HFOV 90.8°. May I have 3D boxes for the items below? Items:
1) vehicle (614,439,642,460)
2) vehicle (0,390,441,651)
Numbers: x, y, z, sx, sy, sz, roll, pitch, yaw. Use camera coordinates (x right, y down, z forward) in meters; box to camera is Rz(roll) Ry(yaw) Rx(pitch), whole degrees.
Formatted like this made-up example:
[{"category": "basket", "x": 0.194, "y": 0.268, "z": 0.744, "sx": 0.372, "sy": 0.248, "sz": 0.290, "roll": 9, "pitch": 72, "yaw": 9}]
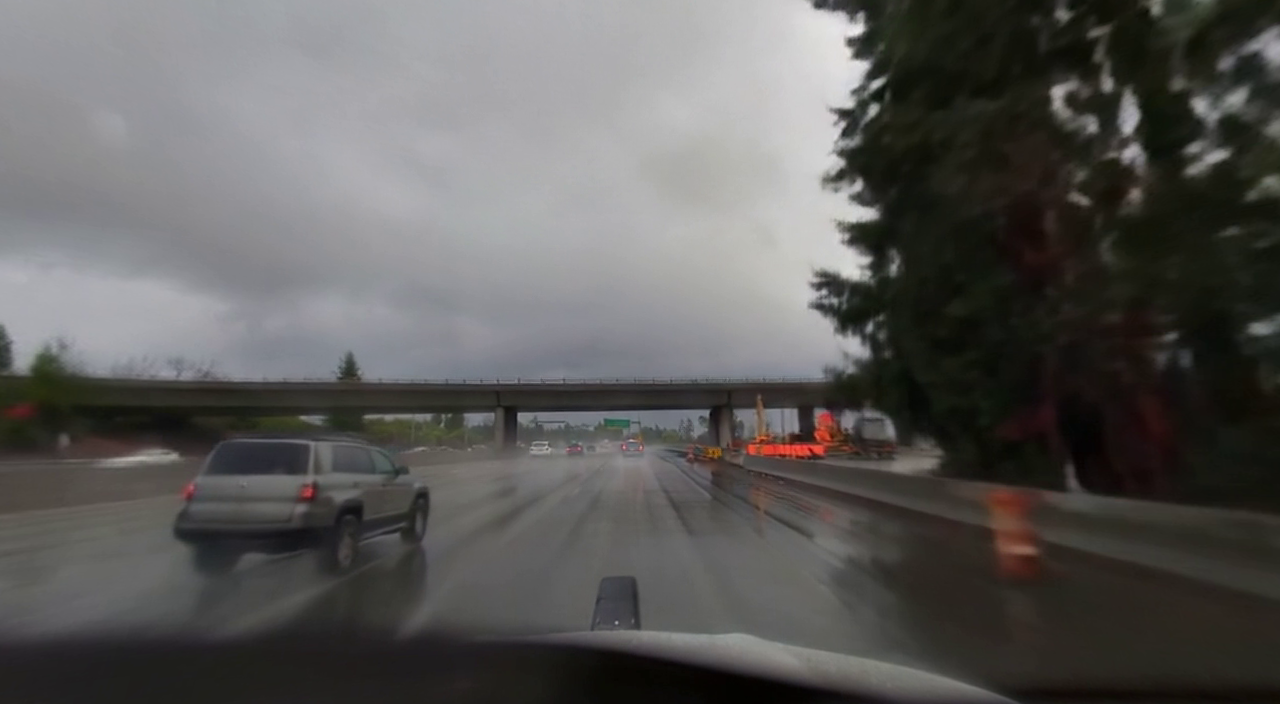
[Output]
[{"category": "vehicle", "x": -0.916, "y": 7.296, "z": 47.242, "sx": 2.051, "sy": 1.459, "sz": 4.092, "roll": 0, "pitch": -8, "yaw": -1}, {"category": "vehicle", "x": -3.625, "y": 1.383, "z": 6.193, "sx": 2.024, "sy": 1.655, "sz": 4.192, "roll": 0, "pitch": -8, "yaw": -1}]
